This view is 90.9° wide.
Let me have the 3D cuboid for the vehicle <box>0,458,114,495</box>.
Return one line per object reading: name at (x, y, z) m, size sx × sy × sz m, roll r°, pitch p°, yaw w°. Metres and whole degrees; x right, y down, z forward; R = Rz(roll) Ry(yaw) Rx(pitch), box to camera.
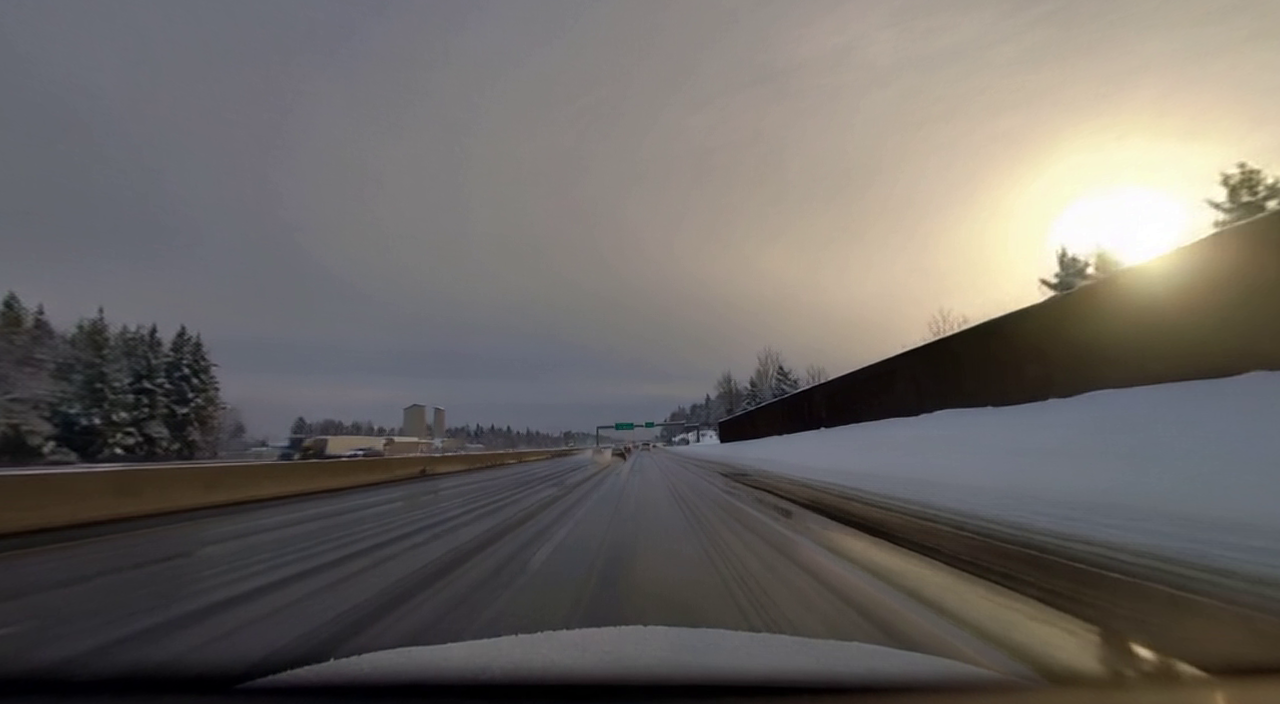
vehicle at (-27.632, 5.756, 29.507) m, size 1.852 × 1.485 × 4.758 m, roll 0°, pitch -8°, yaw 1°
